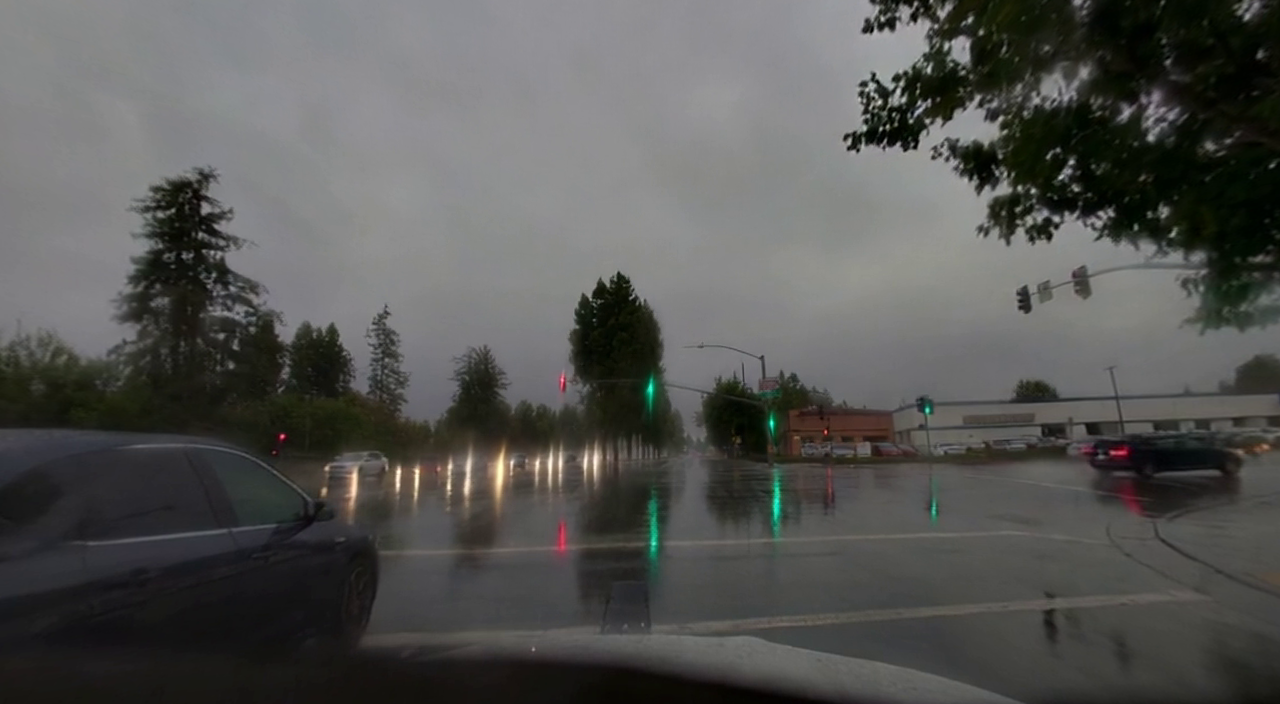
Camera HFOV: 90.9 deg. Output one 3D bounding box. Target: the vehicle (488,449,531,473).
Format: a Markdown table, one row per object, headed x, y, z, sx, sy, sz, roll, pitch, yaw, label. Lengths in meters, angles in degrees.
| x | y | z | sx | sy | sz | roll | pitch | yaw | label |
| --- | --- | --- | --- | --- | --- | --- | --- | --- | --- |
| -9.758 | 8.171 | 47.432 | 1.905 | 1.724 | 4.449 | -1 | -9 | 5 | vehicle |

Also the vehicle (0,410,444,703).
| x | y | z | sx | sy | sz | roll | pitch | yaw | label |
| --- | --- | --- | --- | --- | --- | --- | --- | --- | --- |
| -2.893 | 1.177 | 3.592 | 1.924 | 1.482 | 4.734 | 0 | -9 | 1 | vehicle |

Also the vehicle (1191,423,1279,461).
| x | y | z | sx | sy | sz | roll | pitch | yaw | label |
| --- | --- | --- | --- | --- | --- | --- | --- | --- | --- |
| 26.809 | 3.889 | 27.228 | 4.240 | 1.540 | 1.944 | 1 | -9 | -5 | vehicle |

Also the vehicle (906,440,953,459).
| x | y | z | sx | sy | sz | roll | pitch | yaw | label |
| --- | --- | --- | --- | --- | --- | --- | --- | --- | --- |
| 22.393 | 7.509 | 48.611 | 1.930 | 1.410 | 4.313 | -8 | -12 | 43 | vehicle |

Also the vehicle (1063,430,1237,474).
| x | y | z | sx | sy | sz | roll | pitch | yaw | label |
| --- | --- | --- | --- | --- | --- | --- | --- | --- | --- |
| 17.590 | 3.481 | 21.914 | 4.364 | 1.450 | 1.841 | 0 | -9 | 2 | vehicle |
